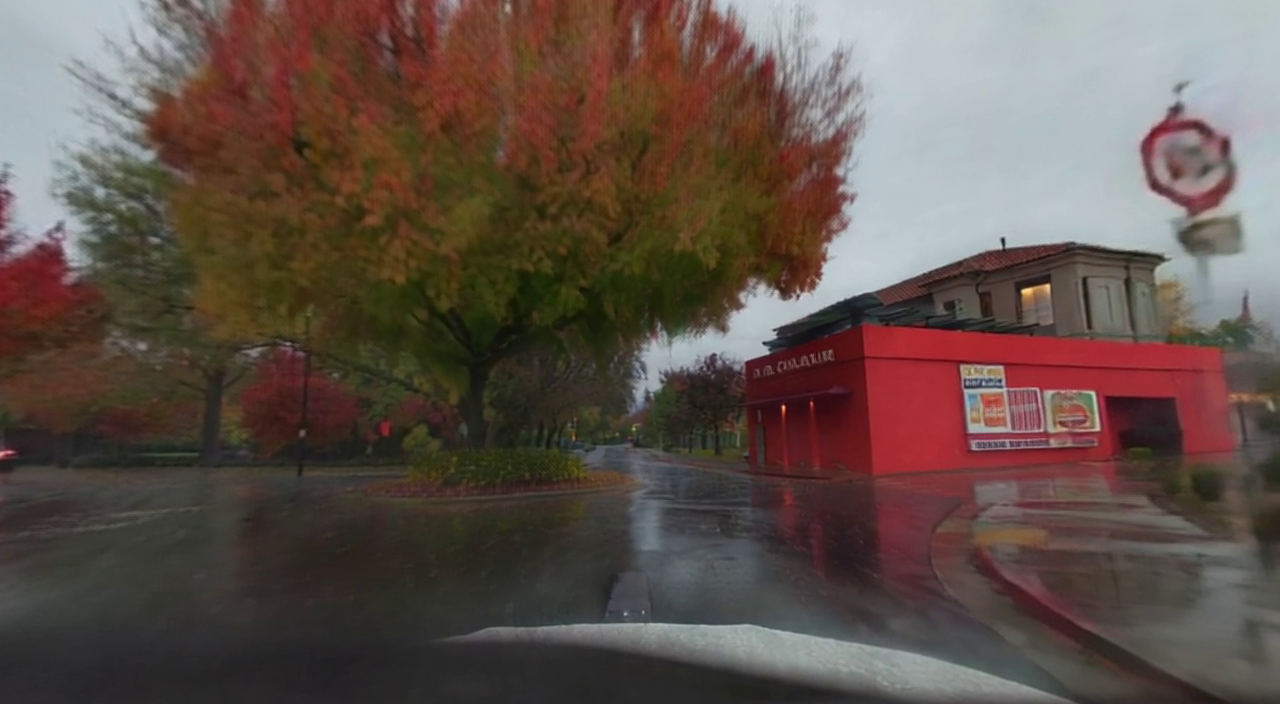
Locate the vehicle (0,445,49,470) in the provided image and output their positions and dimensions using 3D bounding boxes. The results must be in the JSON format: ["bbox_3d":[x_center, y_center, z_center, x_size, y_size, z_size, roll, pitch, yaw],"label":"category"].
[{"bbox_3d":[-37.653,6.272,37.484,3.362,1.404,1.588,-1,-7,-3],"label":"vehicle"}]
